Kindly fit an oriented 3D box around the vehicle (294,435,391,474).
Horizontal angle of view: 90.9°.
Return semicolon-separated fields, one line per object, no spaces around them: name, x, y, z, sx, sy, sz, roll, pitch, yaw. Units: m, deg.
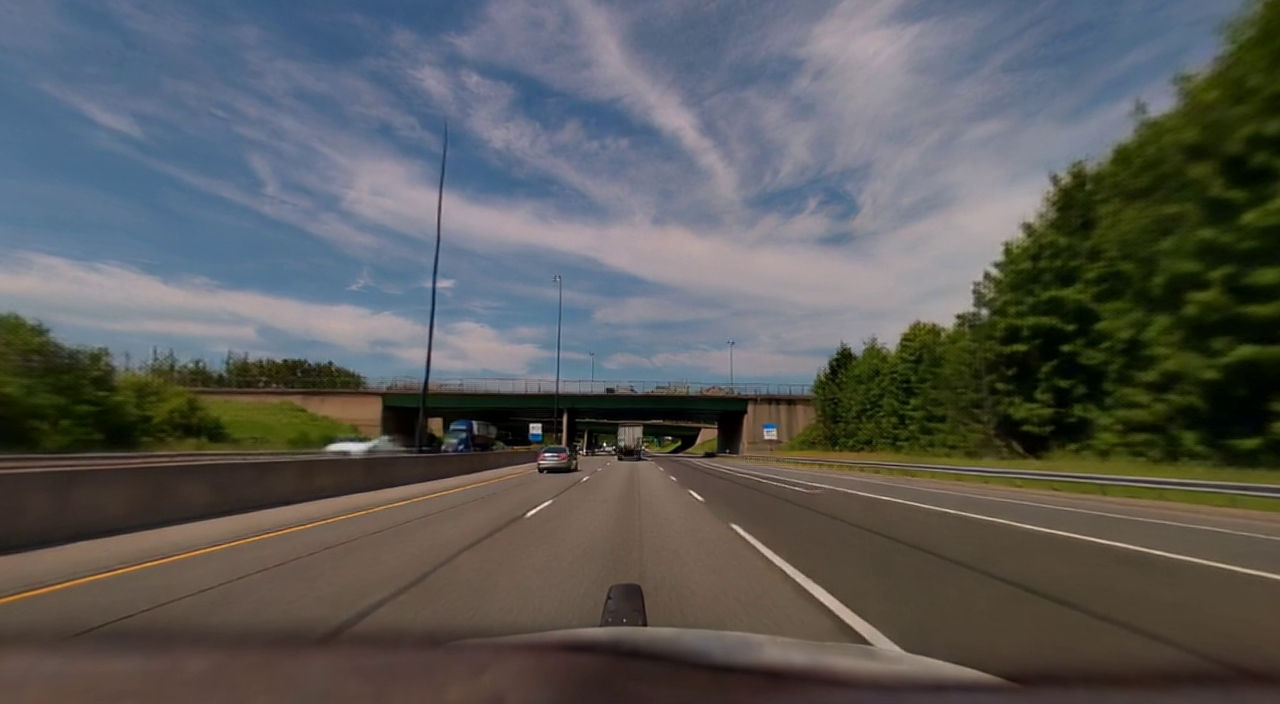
vehicle;-12.585;4.381;27.050;1.939;1.504;4.721;0;-9;-1

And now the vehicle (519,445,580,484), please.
vehicle;-3.900;4.913;27.823;2.042;1.526;4.516;0;-9;0
